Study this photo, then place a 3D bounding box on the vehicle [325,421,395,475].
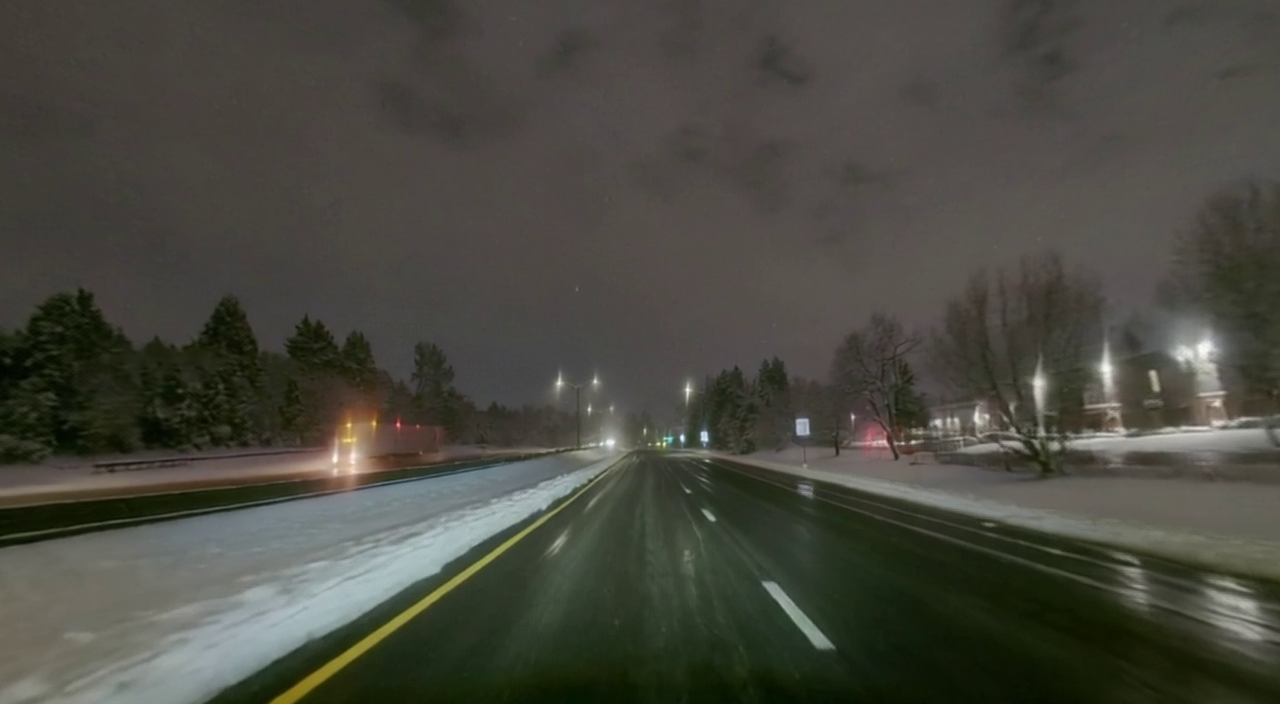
[{"bbox_3d":[-16.939,5.810,38.536,2.575,2.950,4.003,-3,-8,-2],"label":"vehicle"}]
